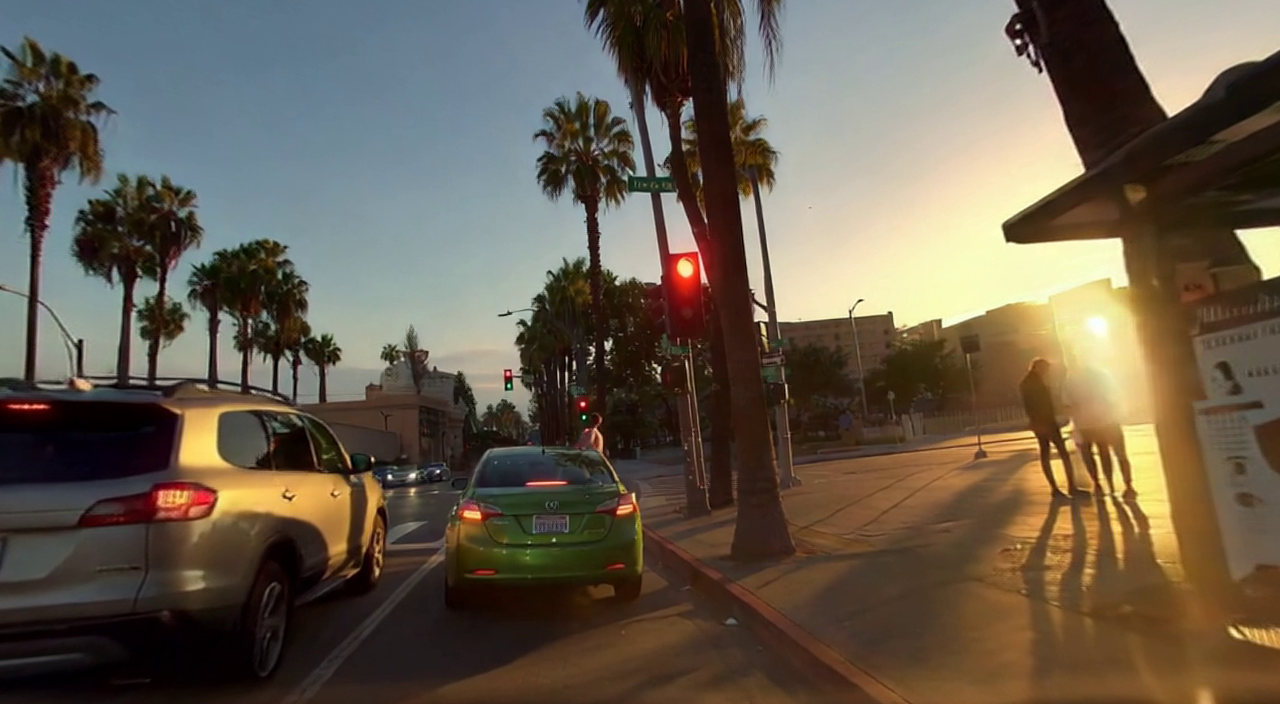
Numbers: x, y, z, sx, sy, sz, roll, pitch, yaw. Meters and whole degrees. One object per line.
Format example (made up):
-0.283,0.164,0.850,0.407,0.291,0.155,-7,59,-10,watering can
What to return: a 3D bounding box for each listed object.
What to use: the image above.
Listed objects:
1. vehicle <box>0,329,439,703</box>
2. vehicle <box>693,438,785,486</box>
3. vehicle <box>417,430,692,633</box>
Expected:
-3.011,1.160,4.651,2.098,1.851,4.571,1,-9,-8,vehicle
4.987,5.550,31.996,3.986,1.636,1.903,8,0,-11,vehicle
-0.981,1.665,6.978,2.065,1.467,4.289,1,-9,-10,vehicle
